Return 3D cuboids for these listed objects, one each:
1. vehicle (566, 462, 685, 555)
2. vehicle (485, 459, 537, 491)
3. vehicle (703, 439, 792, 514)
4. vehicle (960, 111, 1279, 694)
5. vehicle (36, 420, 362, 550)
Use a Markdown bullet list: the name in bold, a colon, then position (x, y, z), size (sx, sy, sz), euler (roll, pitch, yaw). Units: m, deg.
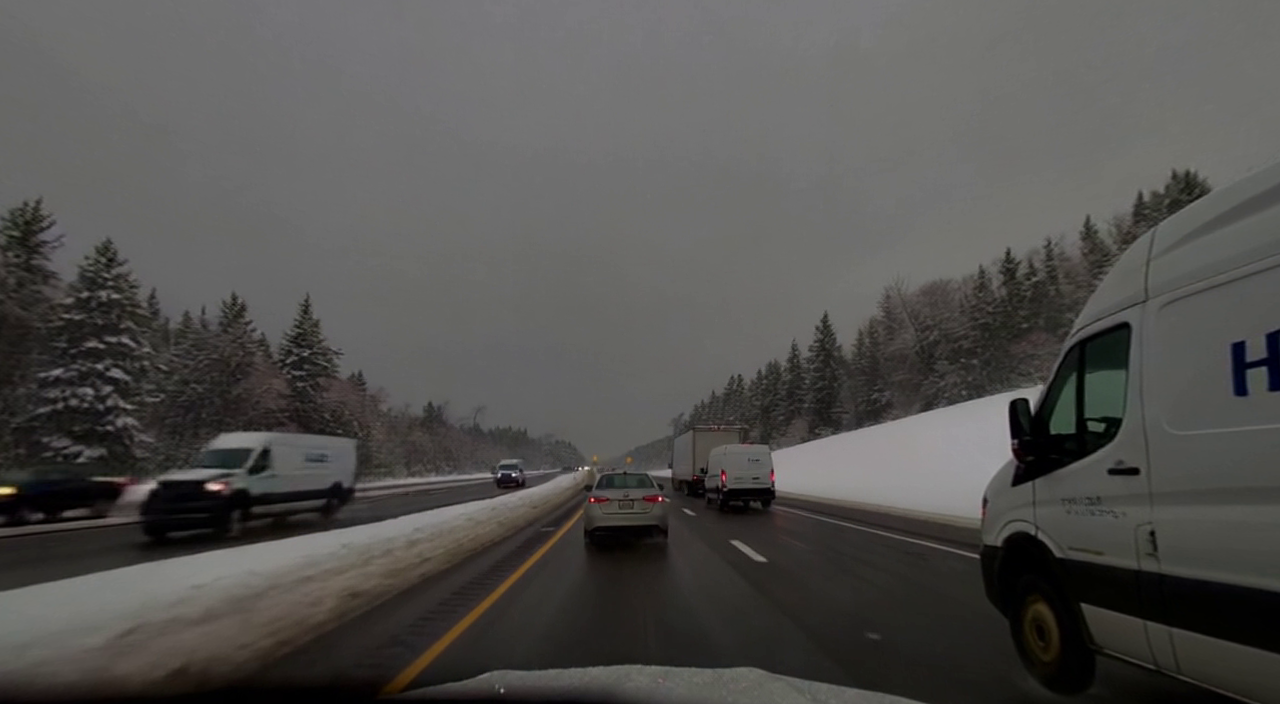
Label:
- **vehicle**: position (-0.255, 2.924, 12.228), size (1.980, 1.493, 3.410), euler (1, -11, -1)
- **vehicle**: position (-7.008, 6.770, 34.717), size (2.012, 1.601, 4.042), euler (1, -11, 0)
- **vehicle**: position (3.995, 4.810, 24.570), size (2.328, 2.537, 5.290), euler (1, -11, -2)
- **vehicle**: position (5.602, 0.194, 3.342), size (2.890, 3.726, 9.269), euler (0, -11, 0)
- **vehicle**: position (-6.641, 2.114, 10.345), size (2.069, 1.628, 4.479), euler (1, -11, 0)
